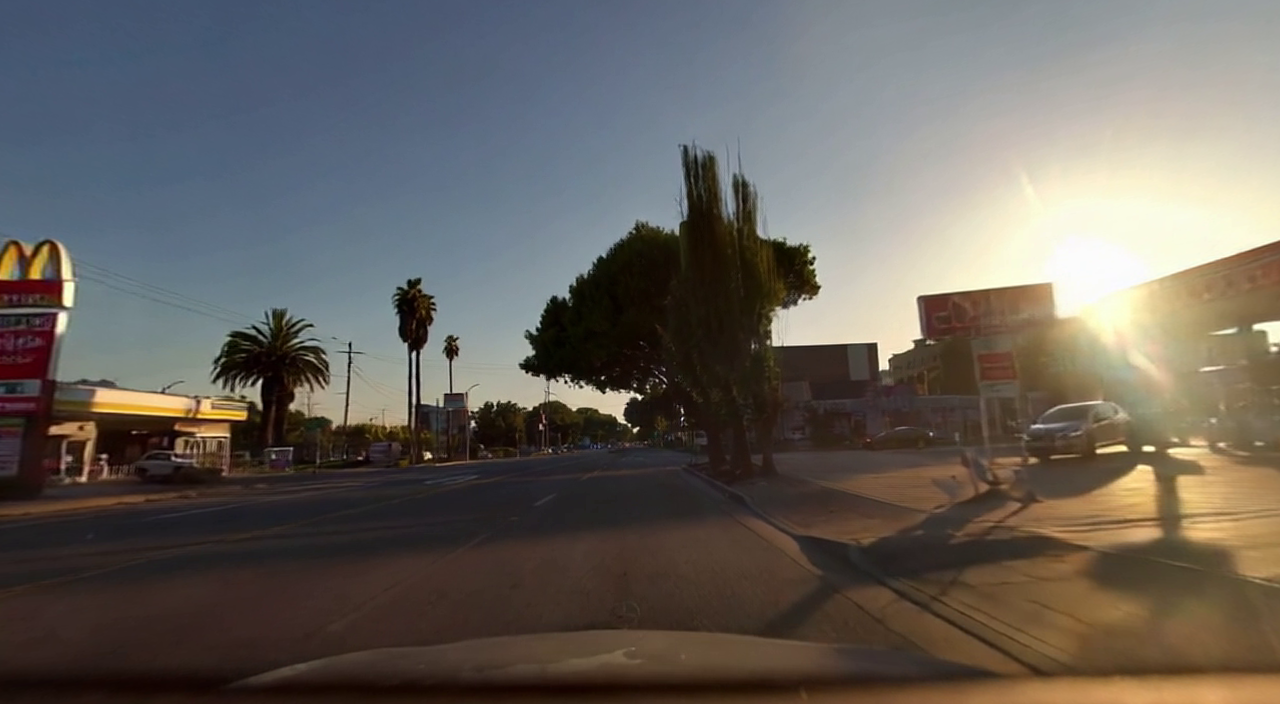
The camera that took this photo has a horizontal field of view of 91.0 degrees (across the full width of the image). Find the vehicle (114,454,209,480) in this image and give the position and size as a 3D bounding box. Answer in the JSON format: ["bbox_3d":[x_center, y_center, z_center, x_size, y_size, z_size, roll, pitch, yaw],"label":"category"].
[{"bbox_3d":[-29.096,6.963,38.366,4.420,1.445,1.954,7,-11,-37],"label":"vehicle"}]

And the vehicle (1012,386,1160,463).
[{"bbox_3d":[15.939,2.662,22.402,5.529,2.395,2.399,6,-10,-35],"label":"vehicle"}]
